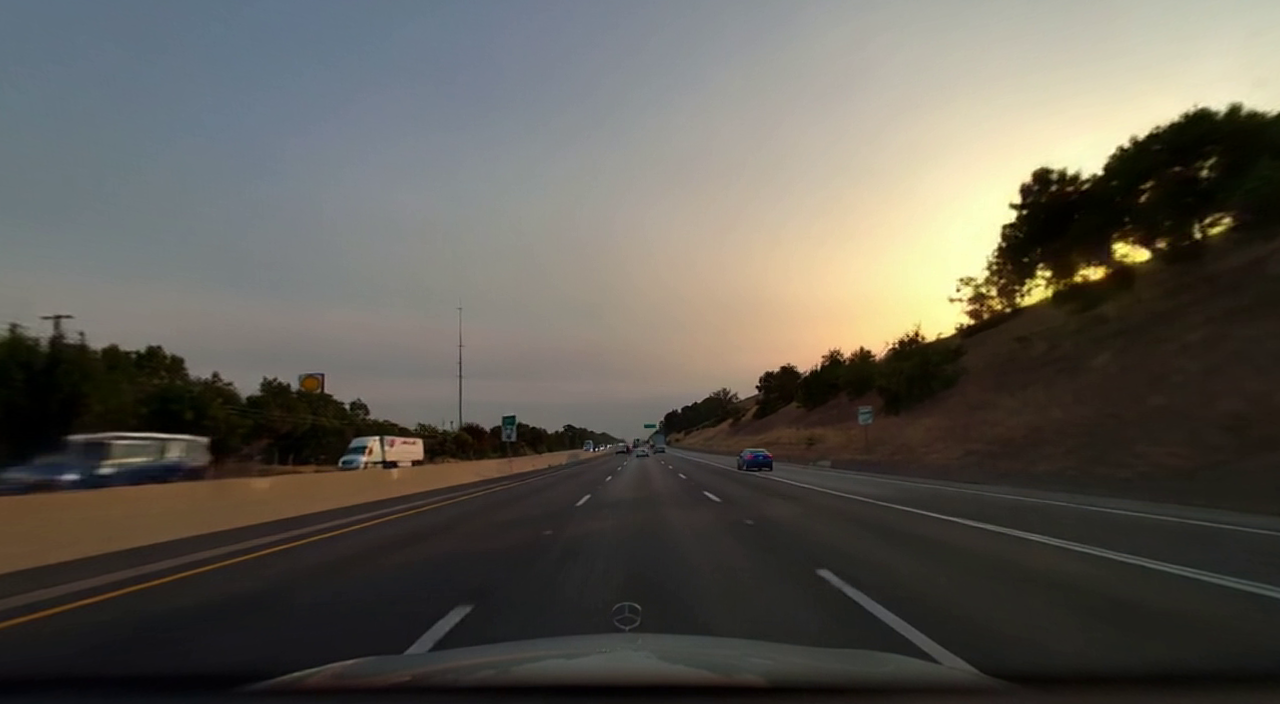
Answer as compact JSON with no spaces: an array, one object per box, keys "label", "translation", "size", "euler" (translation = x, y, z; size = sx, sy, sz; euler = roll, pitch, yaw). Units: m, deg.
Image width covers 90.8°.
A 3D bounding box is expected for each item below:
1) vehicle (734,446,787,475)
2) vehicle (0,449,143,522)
[{"label":"vehicle","translation":[6.599,5.983,35.011],"size":[1.967,1.472,3.751],"euler":[0,-9,-3]},{"label":"vehicle","translation":[-19.401,4.223,20.622],"size":[2.091,2.078,5.210],"euler":[0,-9,-1]}]
